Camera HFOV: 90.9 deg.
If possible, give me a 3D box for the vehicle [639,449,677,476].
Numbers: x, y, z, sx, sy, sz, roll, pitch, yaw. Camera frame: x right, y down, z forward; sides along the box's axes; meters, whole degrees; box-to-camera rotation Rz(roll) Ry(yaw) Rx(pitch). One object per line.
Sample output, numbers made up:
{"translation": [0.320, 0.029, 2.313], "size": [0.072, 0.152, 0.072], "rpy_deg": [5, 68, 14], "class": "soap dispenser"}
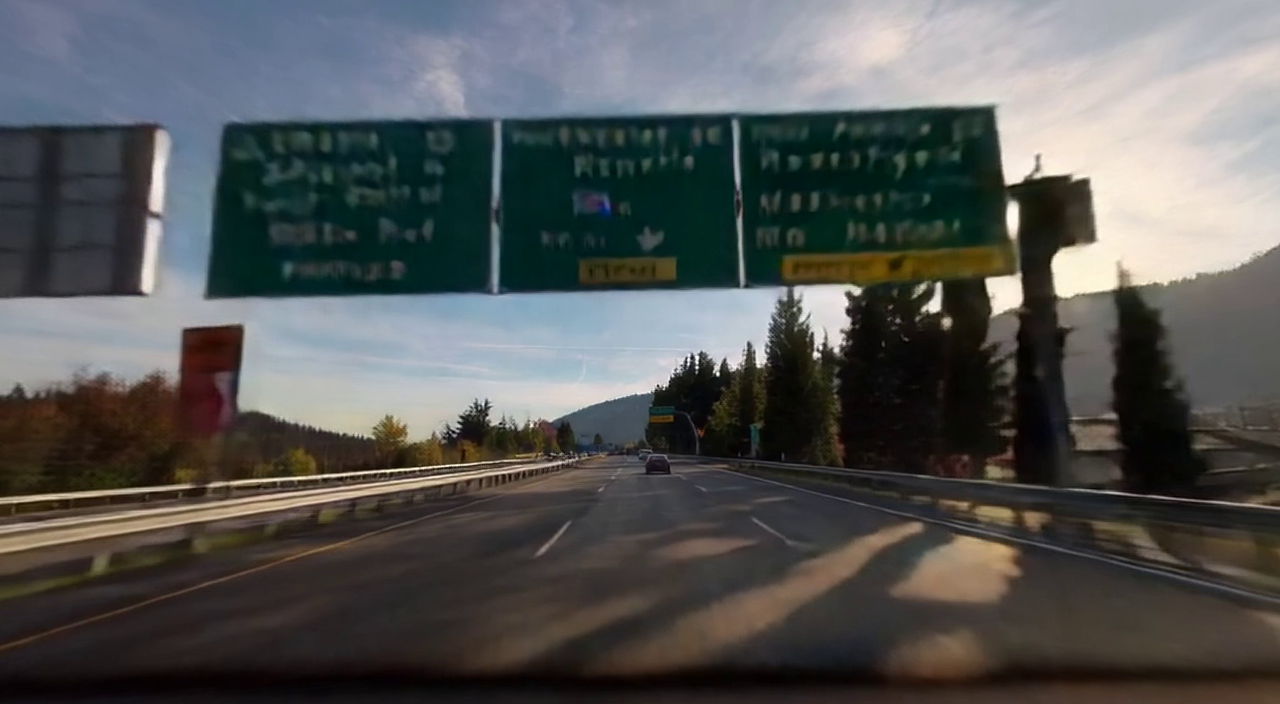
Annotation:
{"translation": [0.985, 6.396, 36.643], "size": [2.036, 1.457, 3.471], "rpy_deg": [0, -9, -1], "class": "vehicle"}
